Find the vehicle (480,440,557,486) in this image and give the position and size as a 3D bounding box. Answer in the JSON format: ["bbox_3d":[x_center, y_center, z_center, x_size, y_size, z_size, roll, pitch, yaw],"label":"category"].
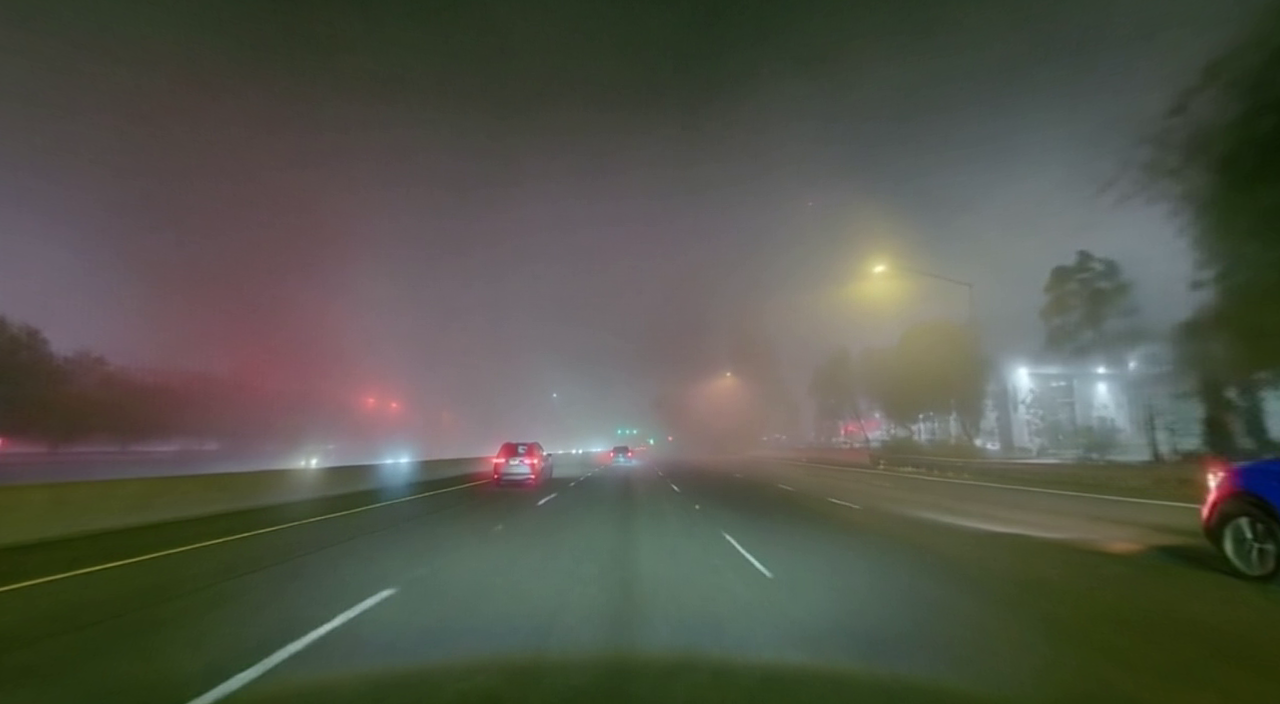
[{"bbox_3d":[-4.227,3.948,22.791,1.886,1.465,4.625,0,-8,0],"label":"vehicle"}]

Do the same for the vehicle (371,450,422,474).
[{"bbox_3d":[-17.952,8.098,46.865,2.089,1.621,4.267,0,-8,0],"label":"vehicle"}]

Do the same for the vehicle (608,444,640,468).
[{"bbox_3d":[-1.021,6.723,41.118,1.997,1.485,4.094,0,-8,-1],"label":"vehicle"}]

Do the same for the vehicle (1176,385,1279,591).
[{"bbox_3d":[6.698,0.996,4.204,2.028,1.801,4.741,0,-8,0],"label":"vehicle"}]
